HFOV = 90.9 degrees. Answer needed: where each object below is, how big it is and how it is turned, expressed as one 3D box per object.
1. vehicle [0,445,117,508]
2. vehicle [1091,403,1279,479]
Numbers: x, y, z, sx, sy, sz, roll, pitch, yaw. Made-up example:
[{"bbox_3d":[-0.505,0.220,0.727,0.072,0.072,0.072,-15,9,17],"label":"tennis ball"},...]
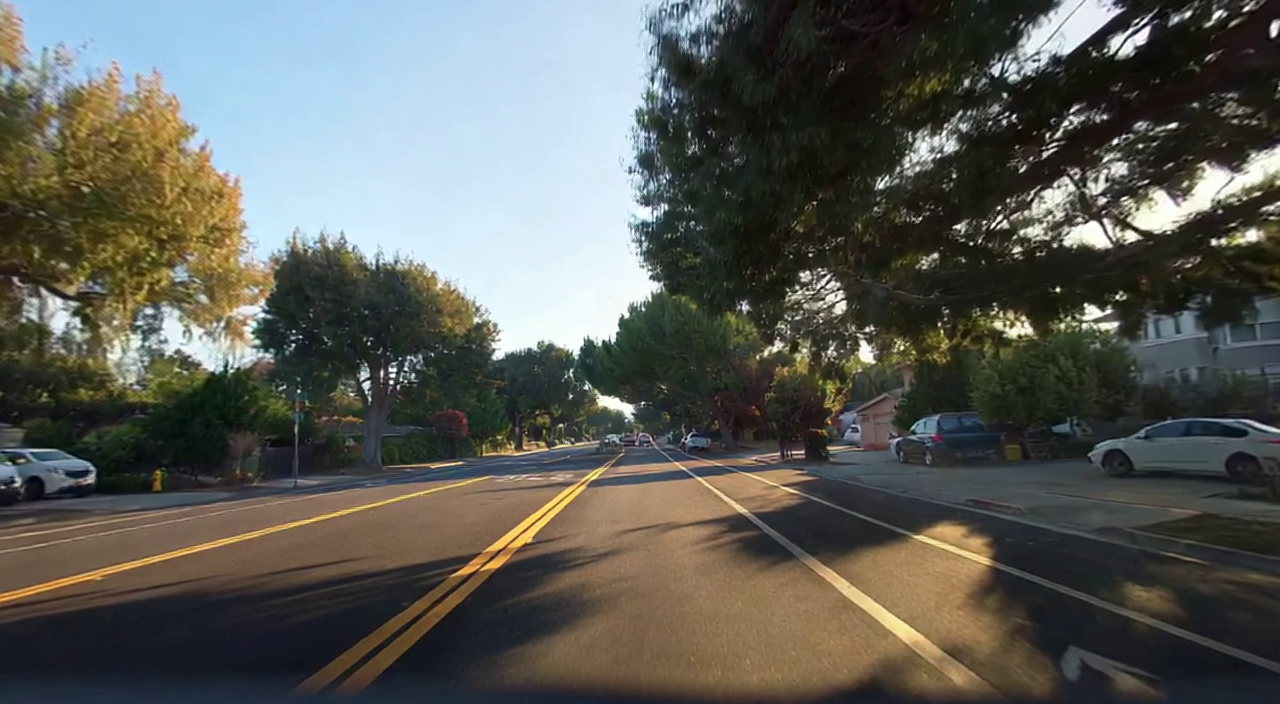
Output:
[{"bbox_3d":[-20.991,4.019,20.645,5.505,1.914,2.396,0,-8,0],"label":"vehicle"},{"bbox_3d":[12.967,1.883,13.452,2.066,1.474,4.892,4,-11,-39],"label":"vehicle"}]
